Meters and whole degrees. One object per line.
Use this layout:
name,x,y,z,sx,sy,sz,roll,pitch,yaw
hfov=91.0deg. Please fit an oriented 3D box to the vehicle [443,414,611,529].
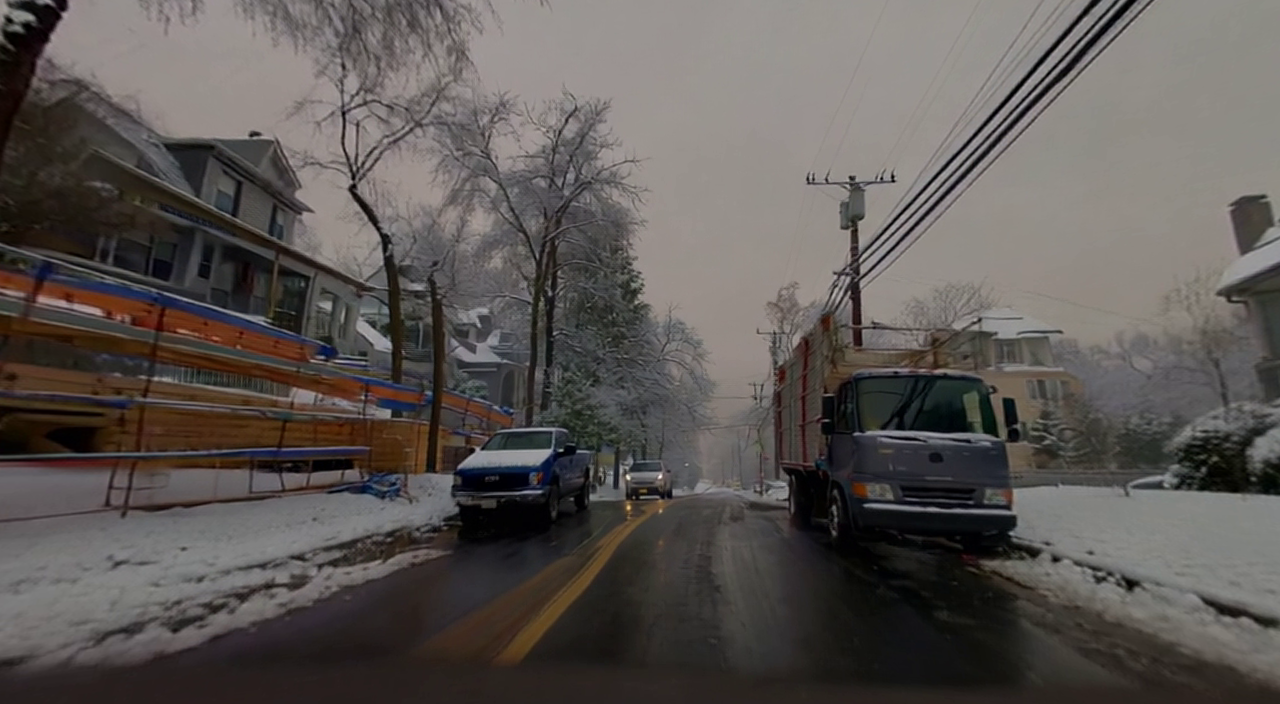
vehicle,-2.173,2.389,13.659,2.171,1.910,4.789,-2,-5,8

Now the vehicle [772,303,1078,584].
vehicle,4.880,1.891,13.625,2.915,3.793,9.963,0,-8,6

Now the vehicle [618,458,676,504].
vehicle,0.440,6.066,30.078,2.257,1.916,5.089,-1,-9,7
